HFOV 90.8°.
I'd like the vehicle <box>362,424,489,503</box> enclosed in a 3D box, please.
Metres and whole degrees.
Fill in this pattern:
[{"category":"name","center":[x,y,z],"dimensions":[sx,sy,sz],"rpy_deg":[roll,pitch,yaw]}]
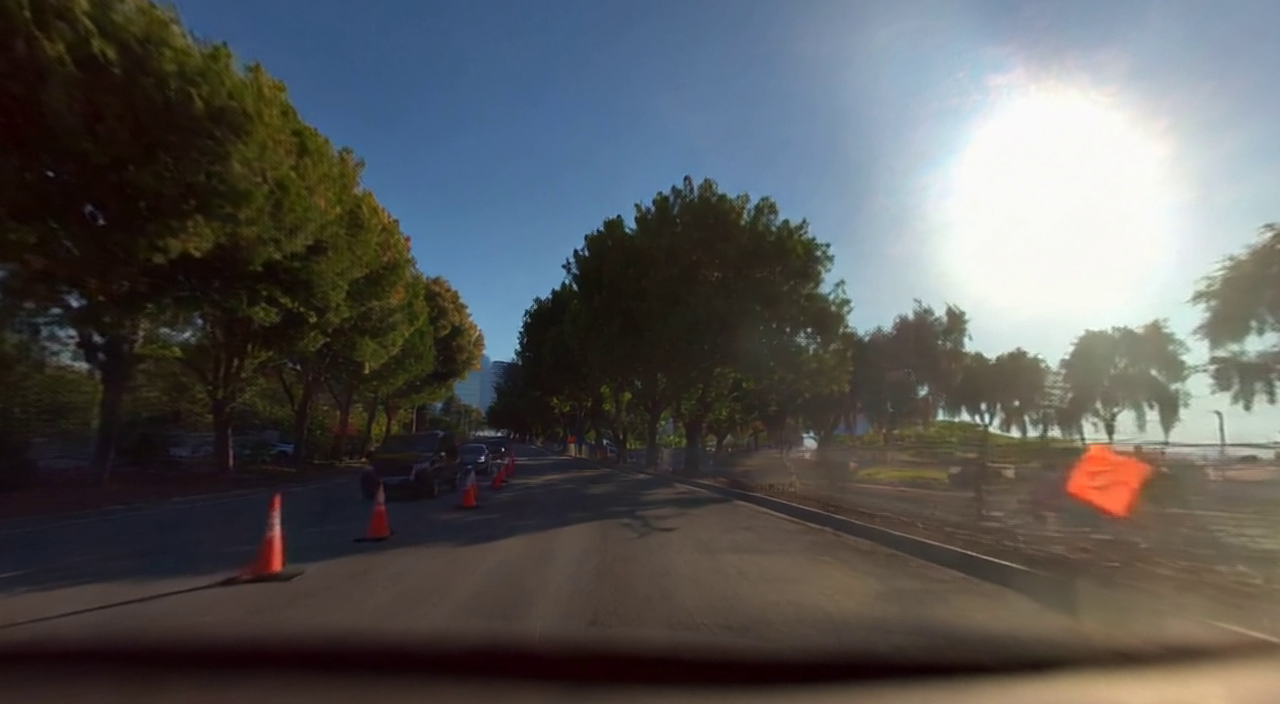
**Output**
[{"category":"vehicle","center":[-5.767,3.025,17.676],"dimensions":[2.193,1.885,4.474],"rpy_deg":[0,-8,-4]}]
